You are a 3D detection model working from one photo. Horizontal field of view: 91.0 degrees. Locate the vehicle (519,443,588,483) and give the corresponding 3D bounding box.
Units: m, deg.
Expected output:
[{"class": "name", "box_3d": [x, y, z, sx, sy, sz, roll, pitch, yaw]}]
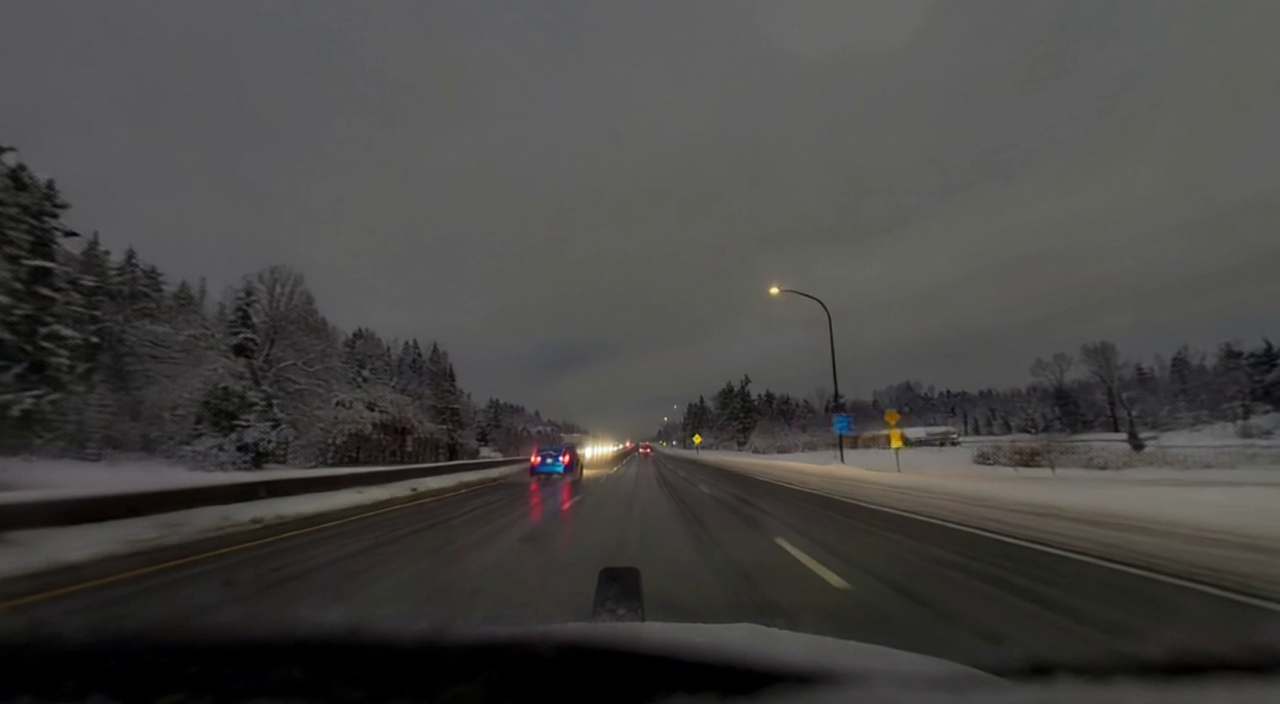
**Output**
[{"class": "vehicle", "box_3d": [-3.483, 4.593, 26.308, 2.162, 1.493, 4.583, -1, -9, 1]}]
